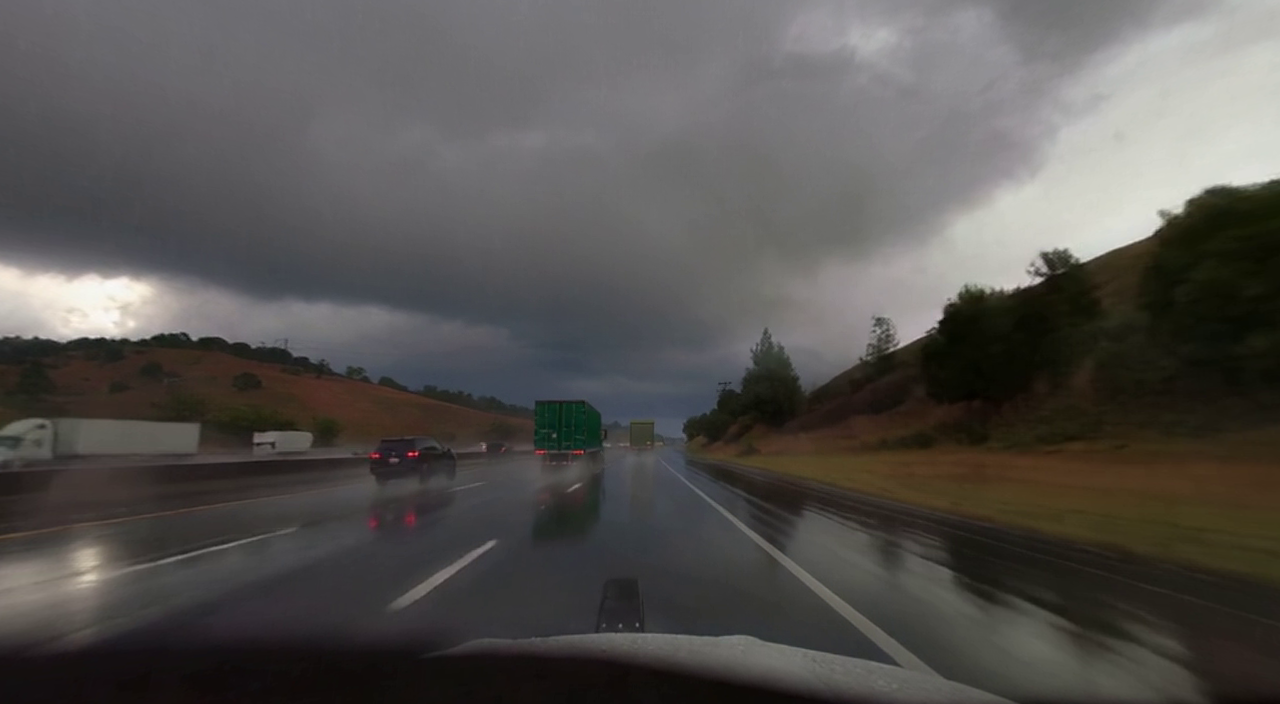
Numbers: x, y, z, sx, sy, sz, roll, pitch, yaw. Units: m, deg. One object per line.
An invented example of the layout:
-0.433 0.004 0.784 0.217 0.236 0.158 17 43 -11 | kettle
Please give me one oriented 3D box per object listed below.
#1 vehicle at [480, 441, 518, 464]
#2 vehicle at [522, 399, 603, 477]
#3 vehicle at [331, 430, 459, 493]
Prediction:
-10.871 7.804 48.842 1.964 1.652 4.071 0 -9 1 | vehicle
-3.622 4.500 32.442 2.789 3.271 10.894 0 -9 0 | vehicle
-7.550 3.431 20.035 2.125 1.725 4.715 0 -9 0 | vehicle
